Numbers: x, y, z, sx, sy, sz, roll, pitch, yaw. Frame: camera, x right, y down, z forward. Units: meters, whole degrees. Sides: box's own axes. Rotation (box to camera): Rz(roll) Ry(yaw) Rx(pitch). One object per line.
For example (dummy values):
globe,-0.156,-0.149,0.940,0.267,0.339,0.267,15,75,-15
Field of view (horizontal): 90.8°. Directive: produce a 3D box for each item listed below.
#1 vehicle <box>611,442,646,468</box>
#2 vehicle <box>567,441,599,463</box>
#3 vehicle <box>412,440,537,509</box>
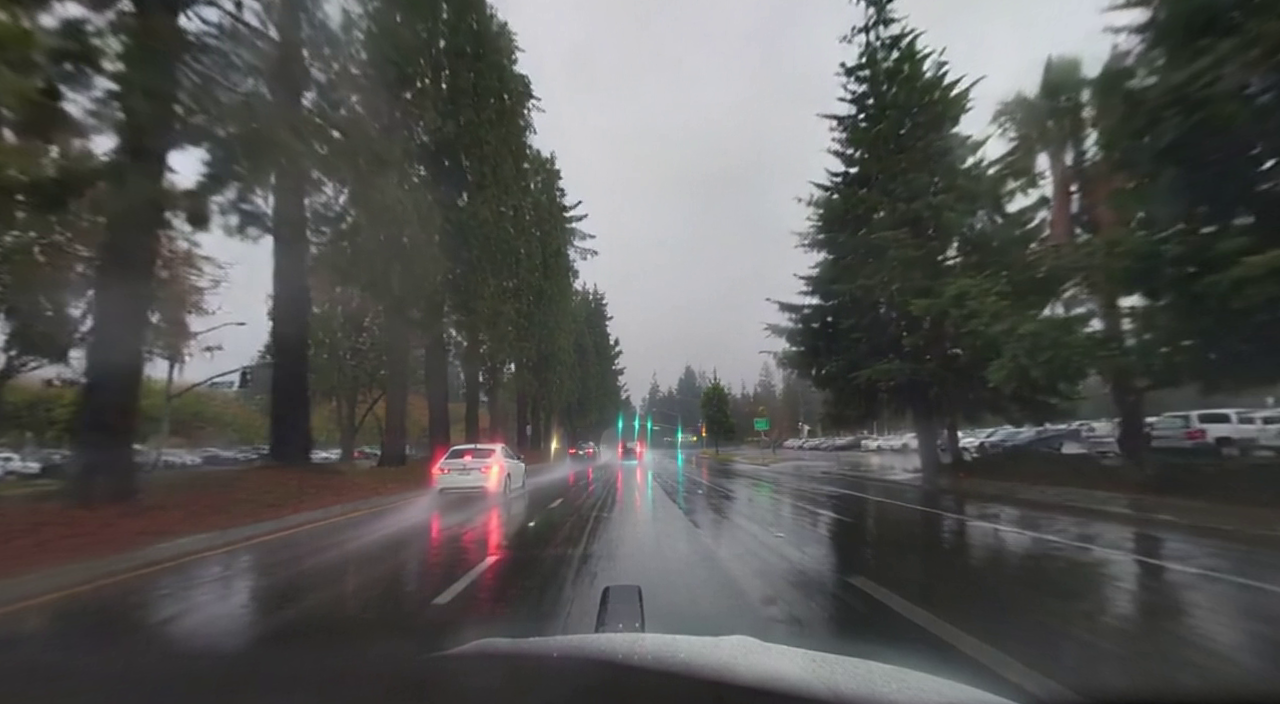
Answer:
vehicle,-0.684,6.227,38.344,1.991,1.431,4.199,0,-8,-1
vehicle,-4.241,7.521,47.556,2.103,1.592,4.160,0,-8,-1
vehicle,-3.808,2.884,15.410,1.905,1.418,4.396,0,-8,-1
